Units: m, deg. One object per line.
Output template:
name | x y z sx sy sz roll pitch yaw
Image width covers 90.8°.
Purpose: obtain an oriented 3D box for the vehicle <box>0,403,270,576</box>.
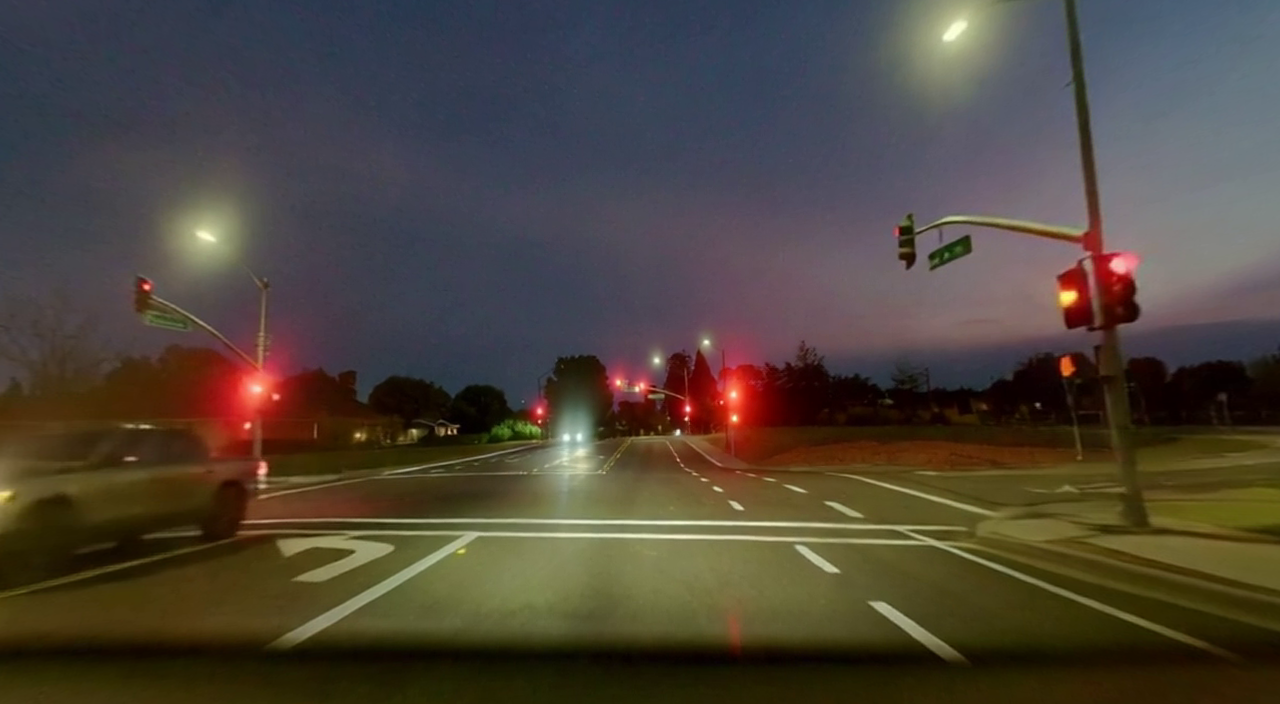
vehicle | -7.707 1.728 8.612 2.262 1.761 4.966 0 -8 0
